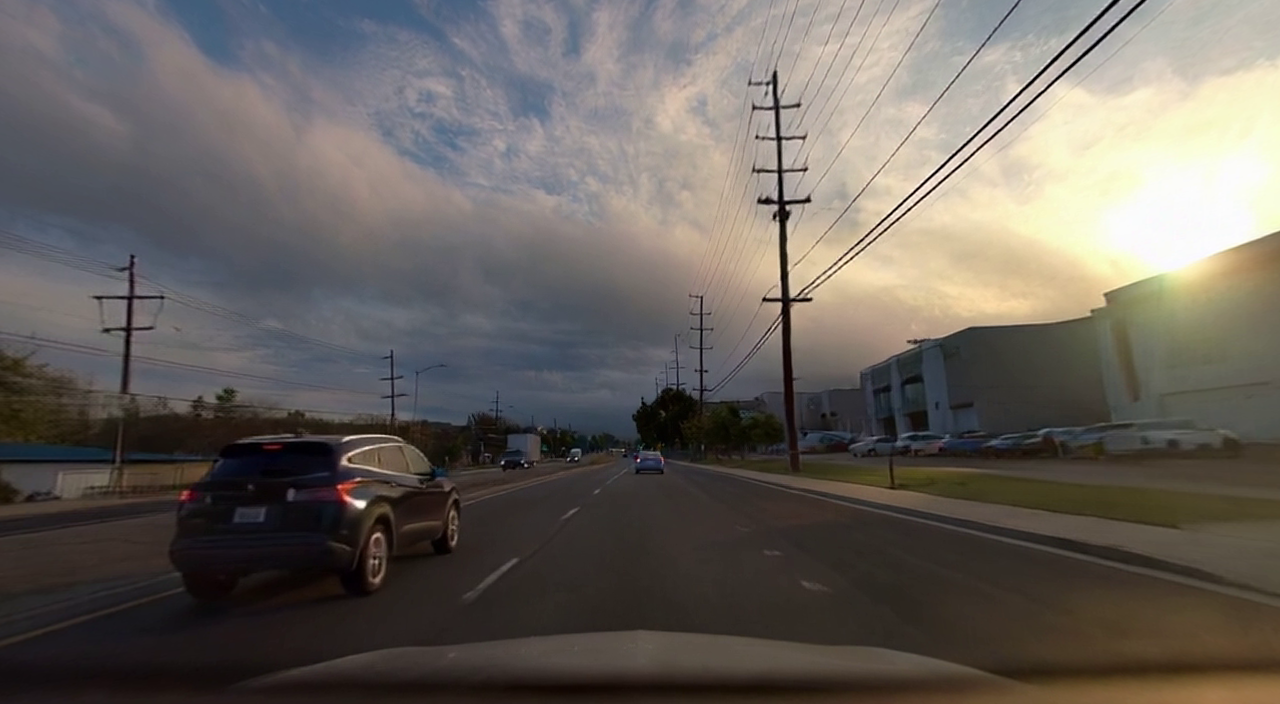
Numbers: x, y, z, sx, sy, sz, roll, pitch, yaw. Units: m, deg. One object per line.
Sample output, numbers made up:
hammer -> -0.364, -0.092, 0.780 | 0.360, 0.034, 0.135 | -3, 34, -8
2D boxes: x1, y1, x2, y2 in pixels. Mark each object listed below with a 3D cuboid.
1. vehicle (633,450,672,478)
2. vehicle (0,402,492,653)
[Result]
vehicle -> 0.680, 6.481, 36.626 | 2.114, 1.492, 4.453 | 0, -9, -1
vehicle -> -3.254, 1.546, 6.684 | 2.169, 1.679, 4.723 | 0, -9, 1
